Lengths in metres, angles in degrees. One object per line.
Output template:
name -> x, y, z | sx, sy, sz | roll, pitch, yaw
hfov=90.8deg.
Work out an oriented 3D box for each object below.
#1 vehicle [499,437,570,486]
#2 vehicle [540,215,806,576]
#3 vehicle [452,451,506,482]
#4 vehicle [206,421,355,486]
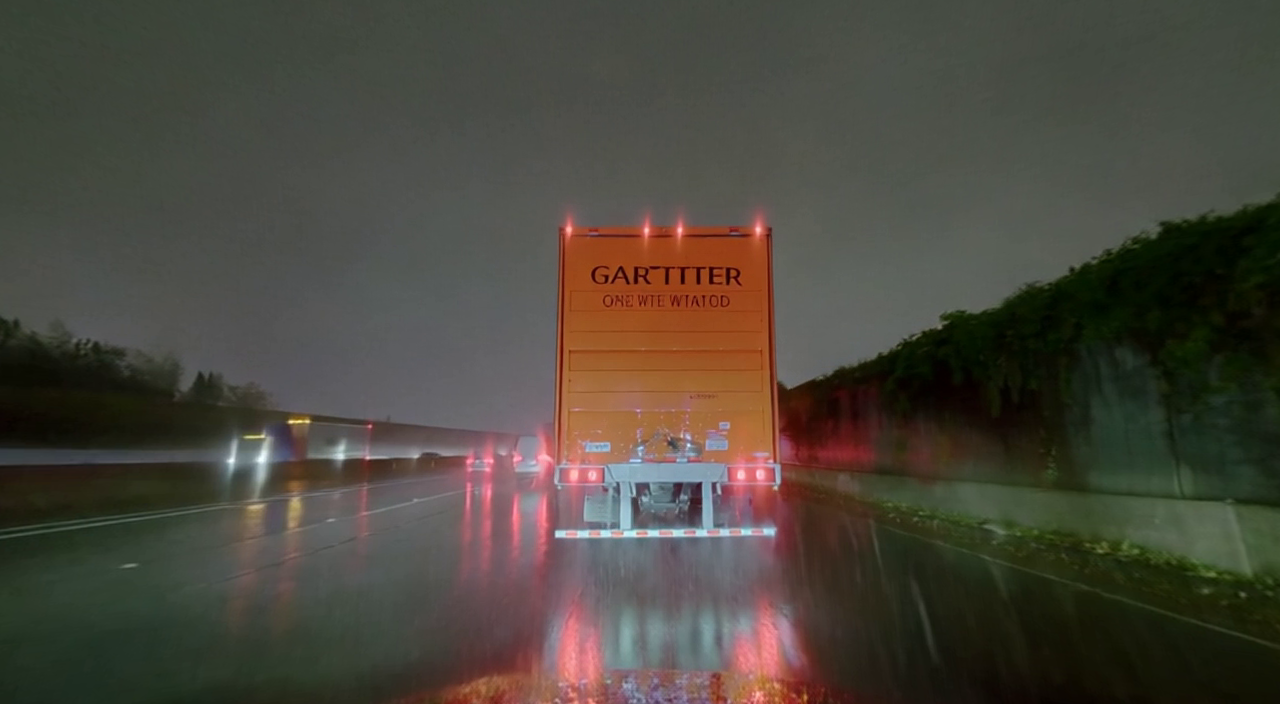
vehicle -> -4.649, 4.922, 28.554 | 2.293, 2.015, 4.915 | 0, -9, 1
vehicle -> 0.441, 1.227, 12.294 | 2.853, 4.054, 10.557 | 0, -9, 1
vehicle -> -8.234, 5.844, 32.495 | 1.828, 1.502, 3.385 | 0, -9, 1
vehicle -> -25.485, 7.406, 46.239 | 2.807, 3.948, 13.958 | 0, -9, 0
